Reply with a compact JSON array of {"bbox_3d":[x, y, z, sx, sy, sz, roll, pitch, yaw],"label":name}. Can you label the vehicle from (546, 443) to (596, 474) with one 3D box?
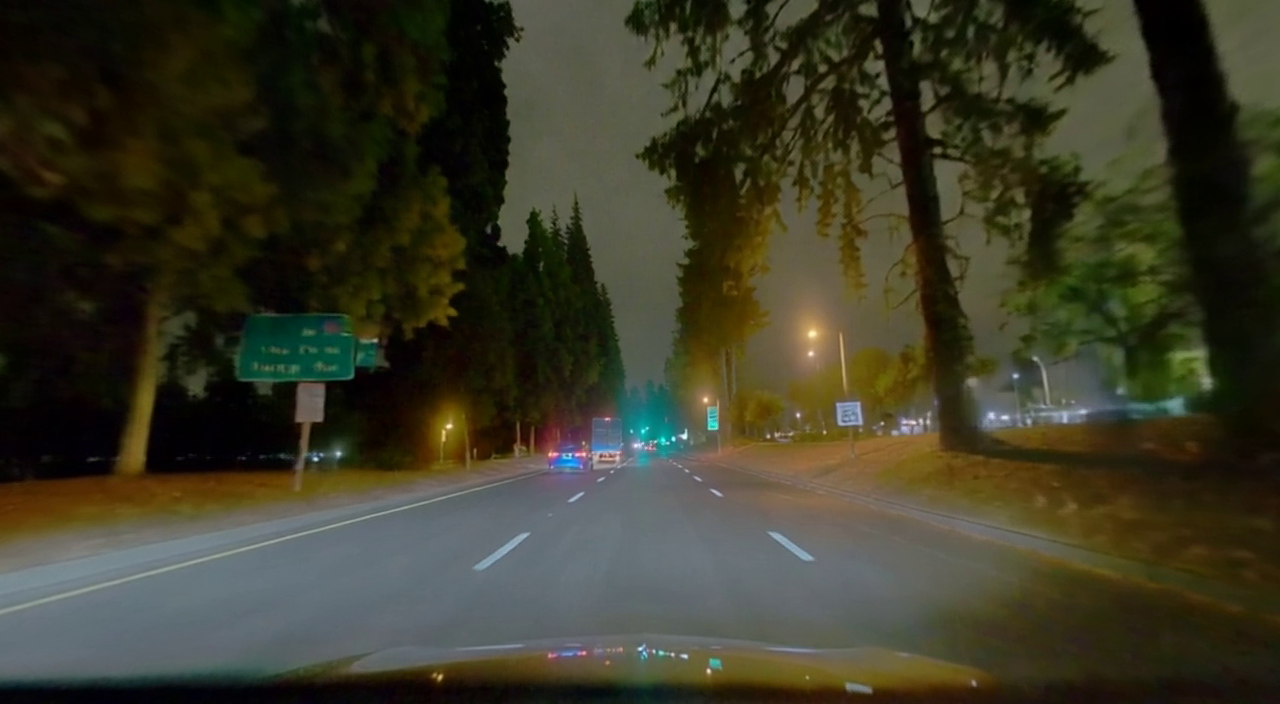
[{"bbox_3d":[-3.460,5.408,32.224,2.005,1.462,4.345,0,-8,1],"label":"vehicle"}]
